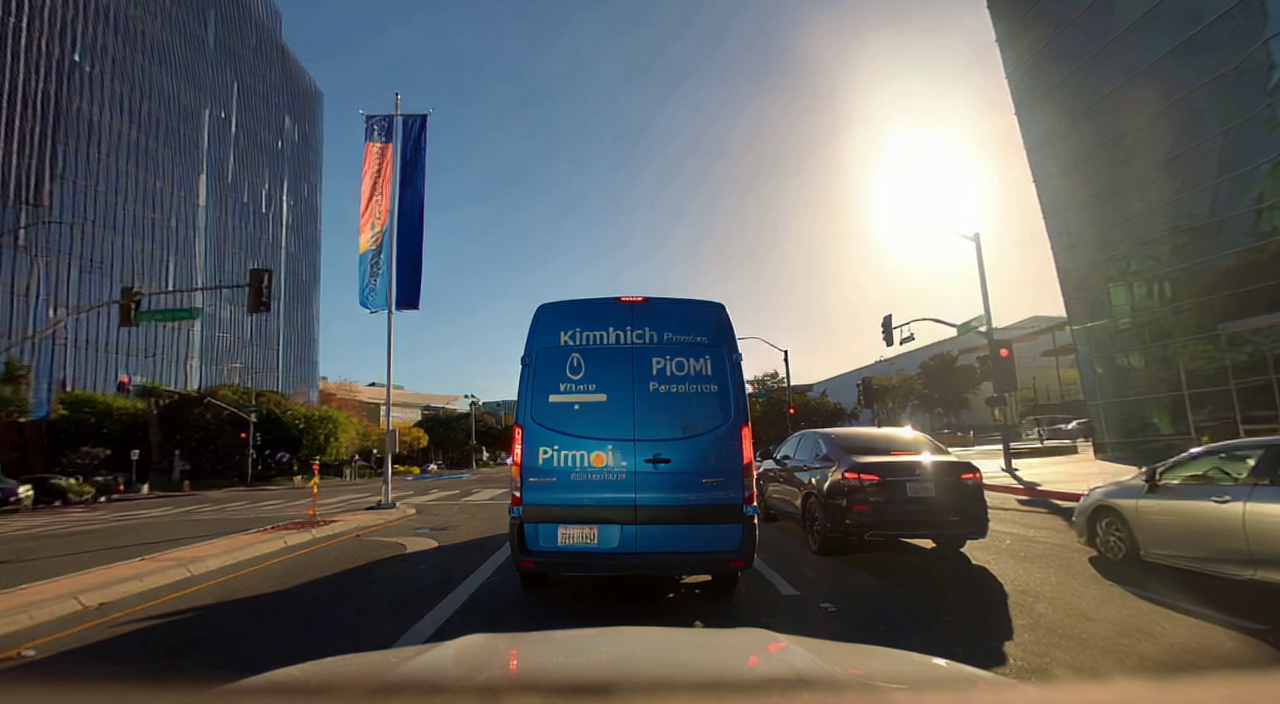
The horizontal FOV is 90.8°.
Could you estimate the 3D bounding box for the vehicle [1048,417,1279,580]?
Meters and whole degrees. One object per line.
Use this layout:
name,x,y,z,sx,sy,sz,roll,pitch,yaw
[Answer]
vehicle,7.522,1.586,7.010,1.963,1.669,4.678,3,-9,-20

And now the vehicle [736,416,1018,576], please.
vehicle,2.875,1.866,9.043,2.183,1.676,4.506,0,-8,-1

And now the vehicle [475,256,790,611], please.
vehicle,-0.038,1.183,9.084,2.613,3.035,7.342,0,-8,0

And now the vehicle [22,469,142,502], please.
vehicle,-31.132,7.432,35.365,4.806,1.652,1.869,0,-8,-2
